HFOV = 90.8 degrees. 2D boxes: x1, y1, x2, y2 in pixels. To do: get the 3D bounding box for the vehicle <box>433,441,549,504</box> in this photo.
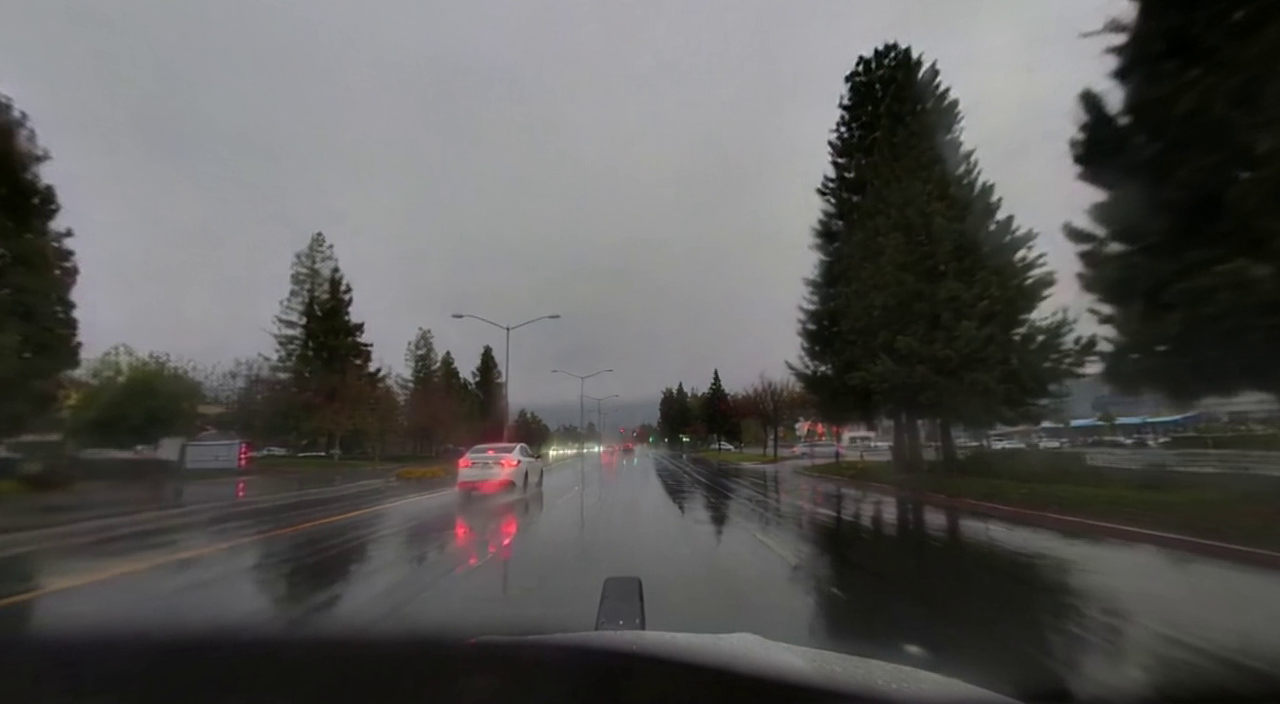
[{"bbox_3d":[-3.786,3.132,16.976,2.003,1.454,4.484,0,-8,0],"label":"vehicle"}]
